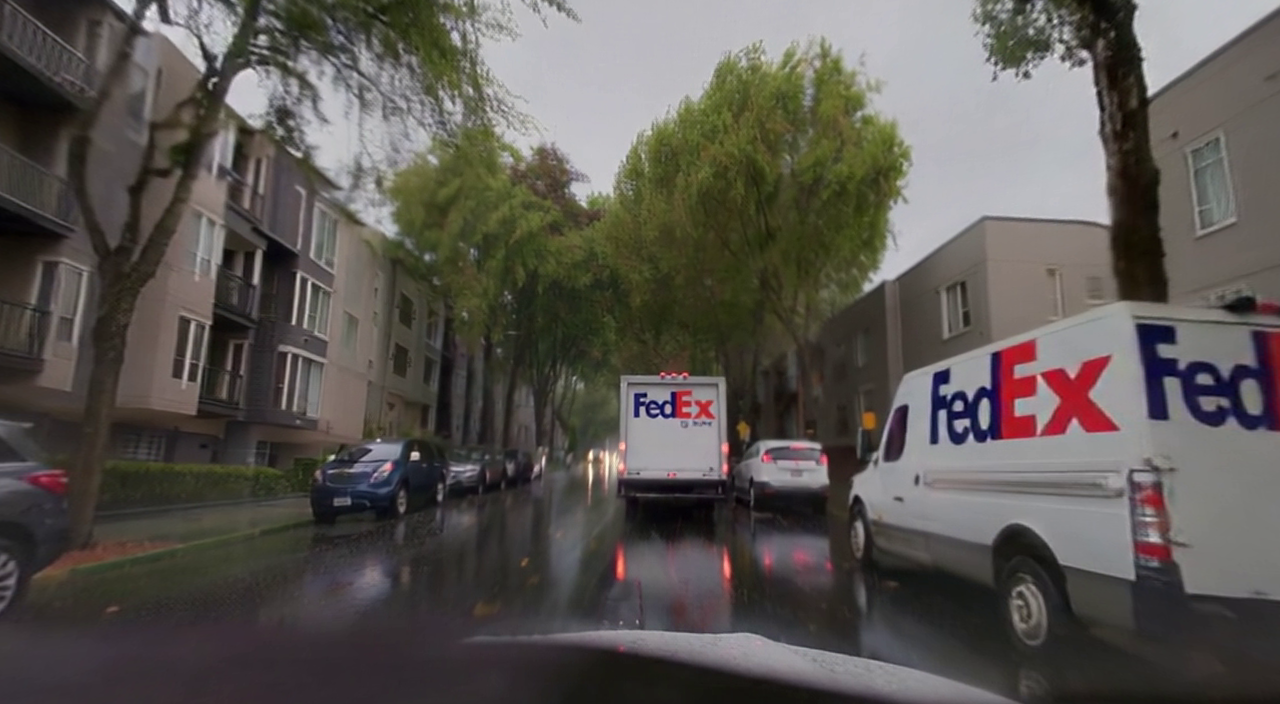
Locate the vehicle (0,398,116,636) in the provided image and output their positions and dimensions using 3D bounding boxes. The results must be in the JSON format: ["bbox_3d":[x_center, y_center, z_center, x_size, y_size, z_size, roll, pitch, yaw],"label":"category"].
[{"bbox_3d":[-5.835,1.058,3.523,2.089,1.757,4.256,0,-8,1],"label":"vehicle"}]

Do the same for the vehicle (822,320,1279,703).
[{"bbox_3d":[3.516,1.244,5.522,2.221,1.991,5.564,0,-8,0],"label":"vehicle"}]

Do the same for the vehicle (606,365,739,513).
[{"bbox_3d":[0.669,2.527,18.225,2.930,3.275,8.180,0,-8,-1],"label":"vehicle"}]

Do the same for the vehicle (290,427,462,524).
[{"bbox_3d":[-5.817,2.763,14.718,2.020,1.867,4.654,0,-8,-1],"label":"vehicle"}]

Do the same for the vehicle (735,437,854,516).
[{"bbox_3d":[3.478,2.860,14.999,1.868,1.623,3.815,0,-8,0],"label":"vehicle"}]
